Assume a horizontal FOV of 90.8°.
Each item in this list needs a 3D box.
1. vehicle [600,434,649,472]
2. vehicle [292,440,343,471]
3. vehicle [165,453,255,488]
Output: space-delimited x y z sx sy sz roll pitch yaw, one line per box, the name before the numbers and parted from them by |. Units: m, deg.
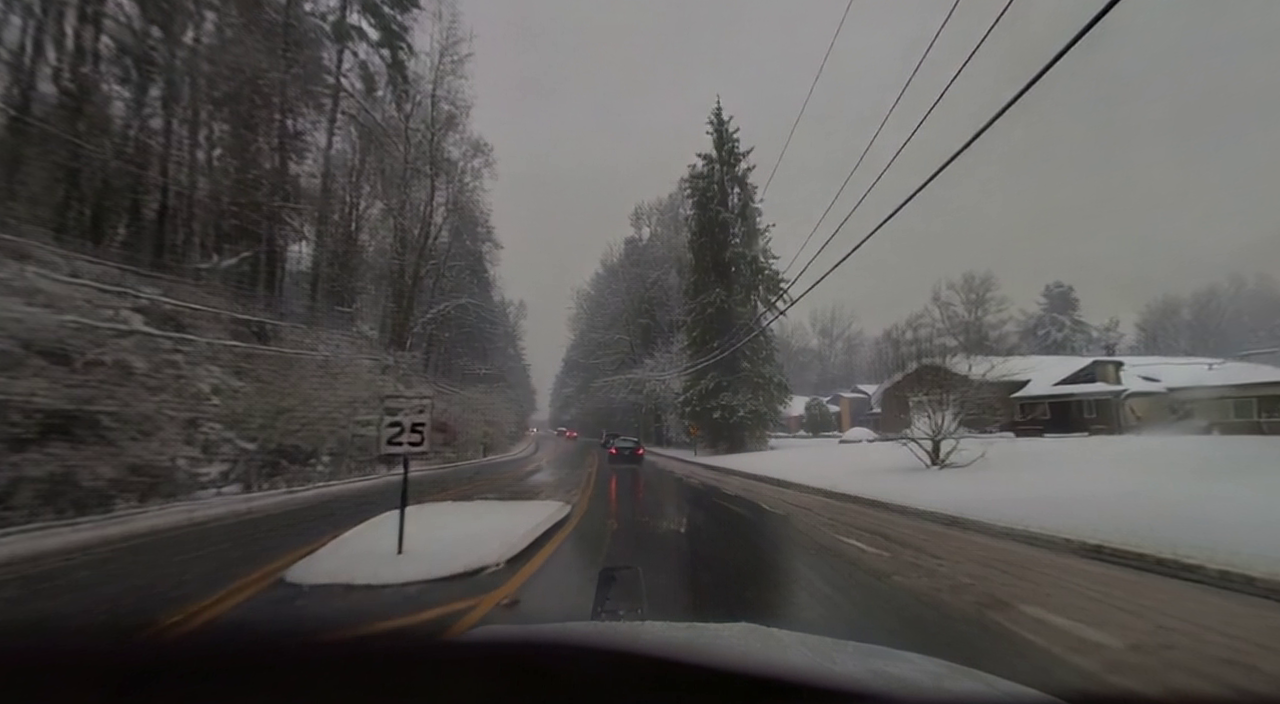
vehicle | -0.829 4.971 31.168 2.216 1.708 4.110 1 -9 -4
vehicle | -23.718 7.616 46.709 2.076 2.085 5.241 4 -9 -13
vehicle | -20.897 5.743 30.951 1.792 1.471 4.511 2 -9 -8
